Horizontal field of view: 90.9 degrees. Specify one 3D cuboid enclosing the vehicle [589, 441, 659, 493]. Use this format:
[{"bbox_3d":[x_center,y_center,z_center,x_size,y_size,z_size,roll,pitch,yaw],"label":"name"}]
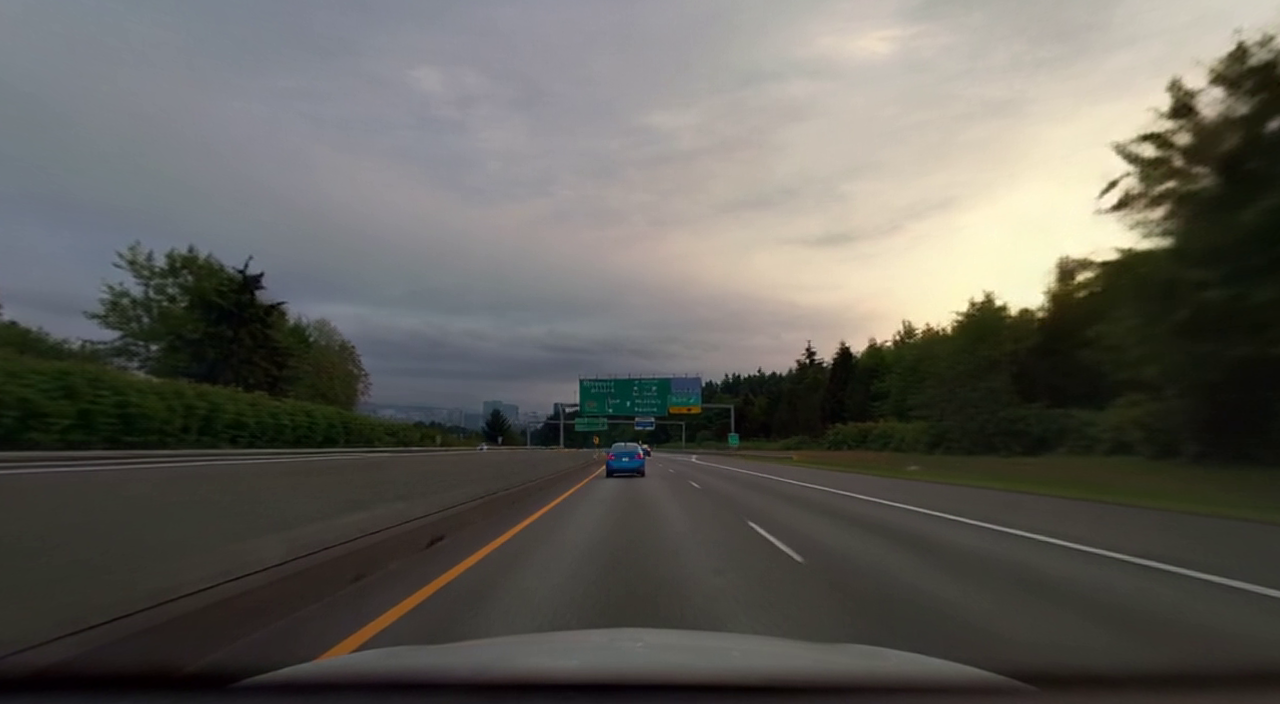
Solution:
[{"bbox_3d":[-0.485,3.708,20.756,2.069,1.523,4.012,0,-9,0],"label":"vehicle"}]
